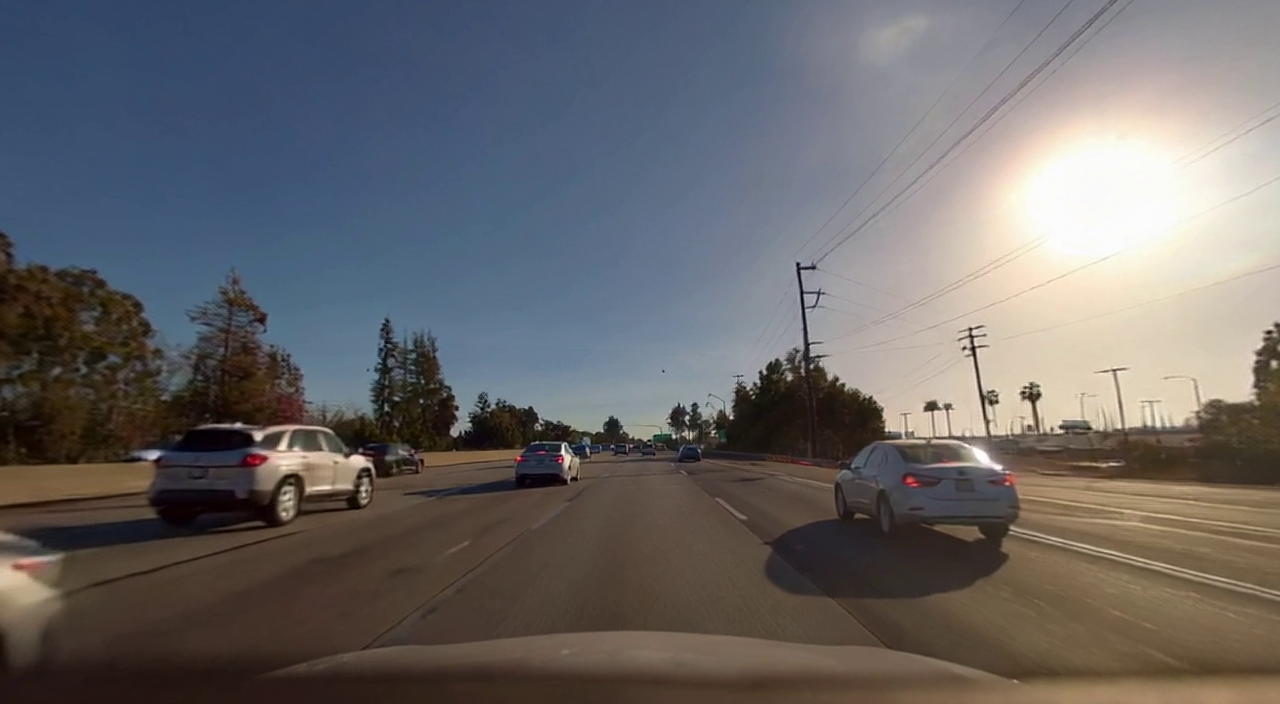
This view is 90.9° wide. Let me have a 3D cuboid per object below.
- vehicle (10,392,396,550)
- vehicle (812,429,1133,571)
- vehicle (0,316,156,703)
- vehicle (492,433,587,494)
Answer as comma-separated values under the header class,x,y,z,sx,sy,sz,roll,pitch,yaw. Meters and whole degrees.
class,x,y,z,sx,sy,sz,roll,pitch,yaw
vehicle,-6.827,1.973,11.146,2.658,2.048,5.689,0,-8,1
vehicle,4.144,1.901,9.014,2.022,1.472,4.678,0,-8,0
vehicle,-3.402,0.531,0.643,2.133,1.775,4.530,0,-8,1
vehicle,-2.991,3.447,19.896,2.133,1.668,4.505,0,-8,2
